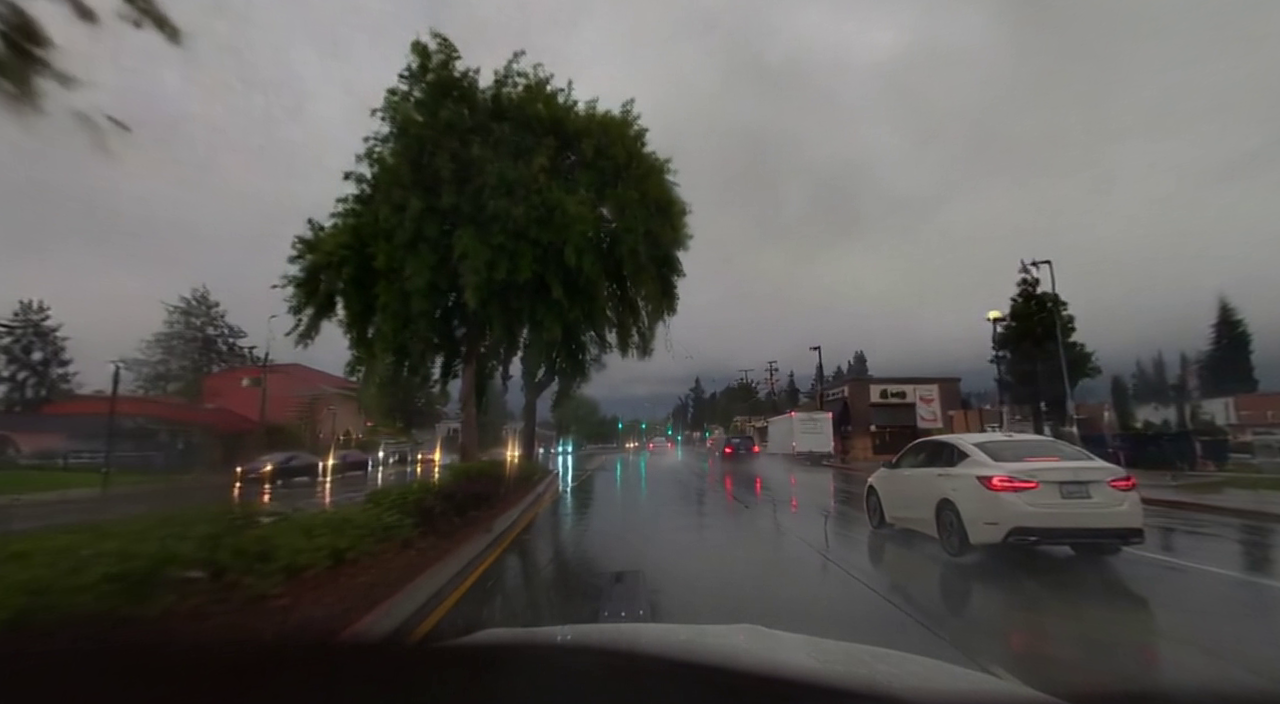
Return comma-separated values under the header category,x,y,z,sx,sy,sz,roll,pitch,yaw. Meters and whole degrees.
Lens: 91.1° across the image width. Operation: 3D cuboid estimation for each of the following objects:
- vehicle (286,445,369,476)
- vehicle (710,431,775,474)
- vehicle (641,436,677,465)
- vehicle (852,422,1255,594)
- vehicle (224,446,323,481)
category,x,y,z,sx,sy,sz,roll,pitch,yaw
vehicle,-18.223,6.330,36.936,2.311,1.615,4.868,0,-8,1
vehicle,4.357,4.348,27.289,2.115,1.692,4.189,0,-8,0
vehicle,1.156,6.047,38.753,2.098,1.682,3.778,0,-8,1
vehicle,4.332,1.676,7.710,1.908,1.463,4.506,0,-8,1
vehicle,-18.376,5.579,31.812,1.947,1.580,4.857,0,-8,2
